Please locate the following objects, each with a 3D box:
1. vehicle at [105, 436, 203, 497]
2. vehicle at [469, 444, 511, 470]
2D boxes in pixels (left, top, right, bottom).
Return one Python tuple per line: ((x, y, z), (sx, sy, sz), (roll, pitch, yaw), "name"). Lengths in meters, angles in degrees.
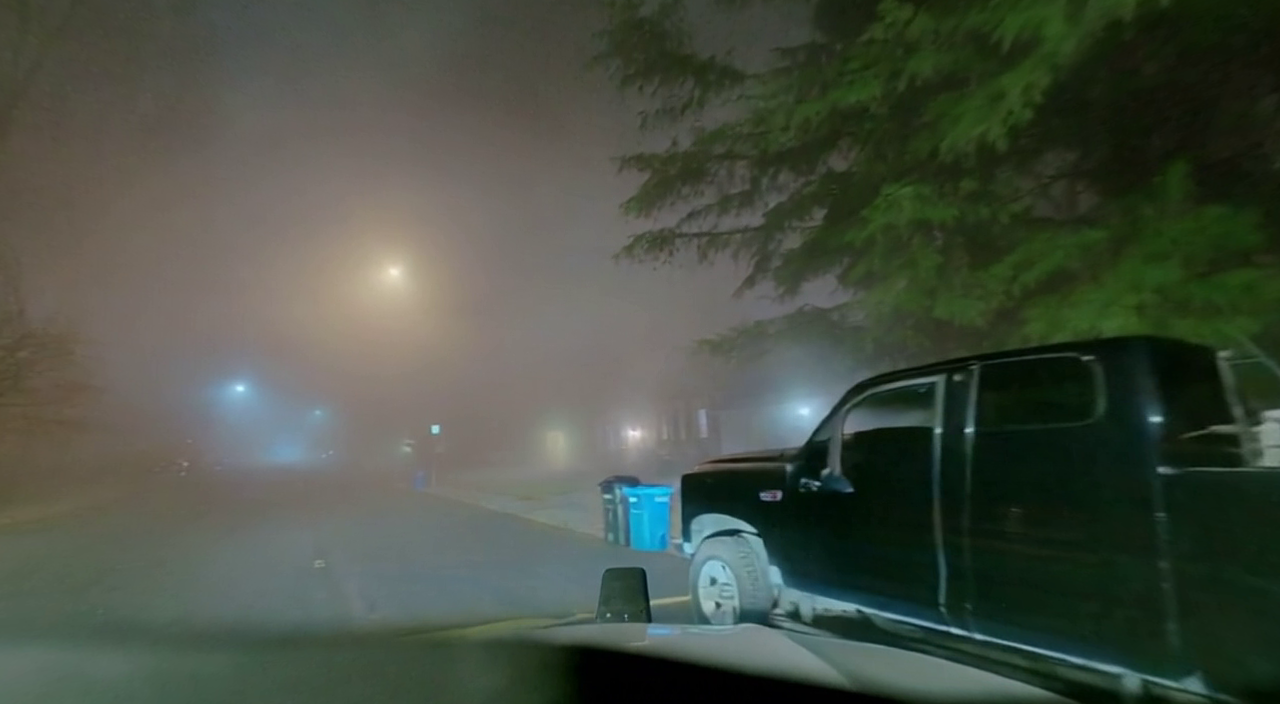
((-21.470, 5.005, 28.151), (2.223, 2.115, 5.707), (11, -10, -27), "vehicle")
((-11.685, 8.103, 48.874), (1.936, 1.687, 4.714), (1, -6, -28), "vehicle")
